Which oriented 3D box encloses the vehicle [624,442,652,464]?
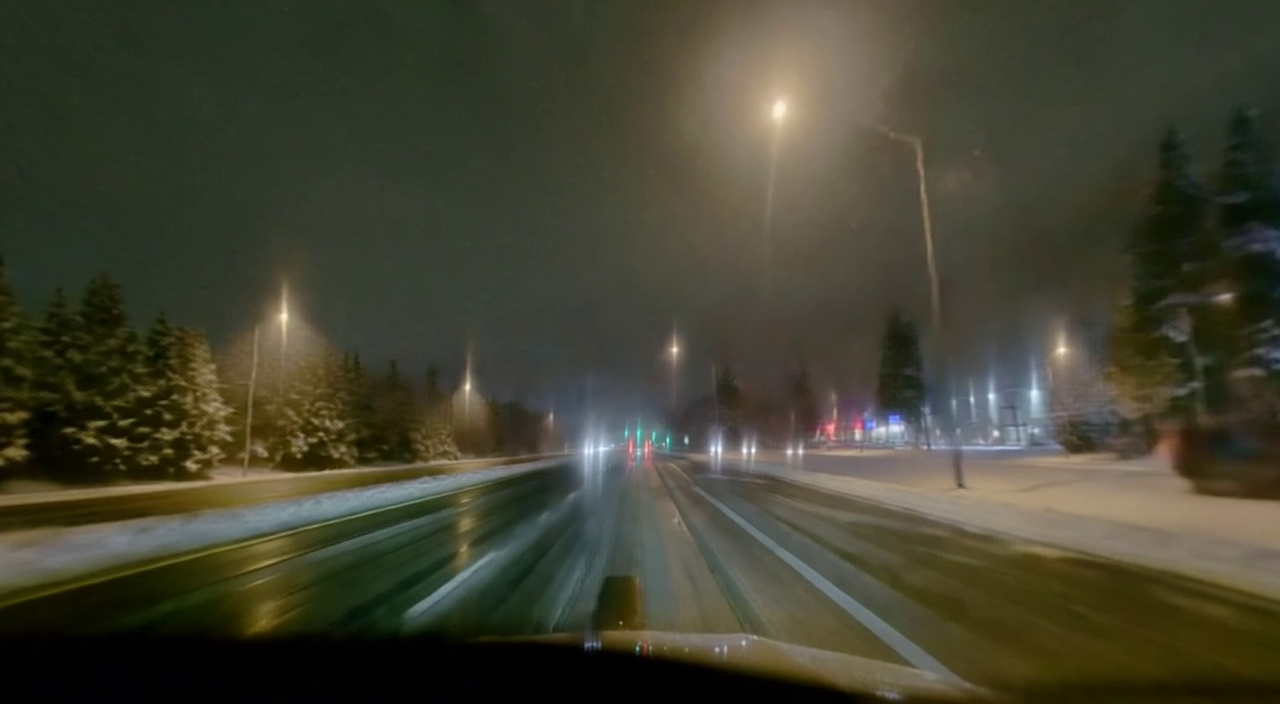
[{"bbox_3d":[-0.162,7.779,48.561,2.110,1.555,4.431,0,-9,-1],"label":"vehicle"}]

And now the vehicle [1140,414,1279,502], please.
[{"bbox_3d":[15.673,2.569,15.317,2.331,1.988,5.665,0,-9,0],"label":"vehicle"}]
